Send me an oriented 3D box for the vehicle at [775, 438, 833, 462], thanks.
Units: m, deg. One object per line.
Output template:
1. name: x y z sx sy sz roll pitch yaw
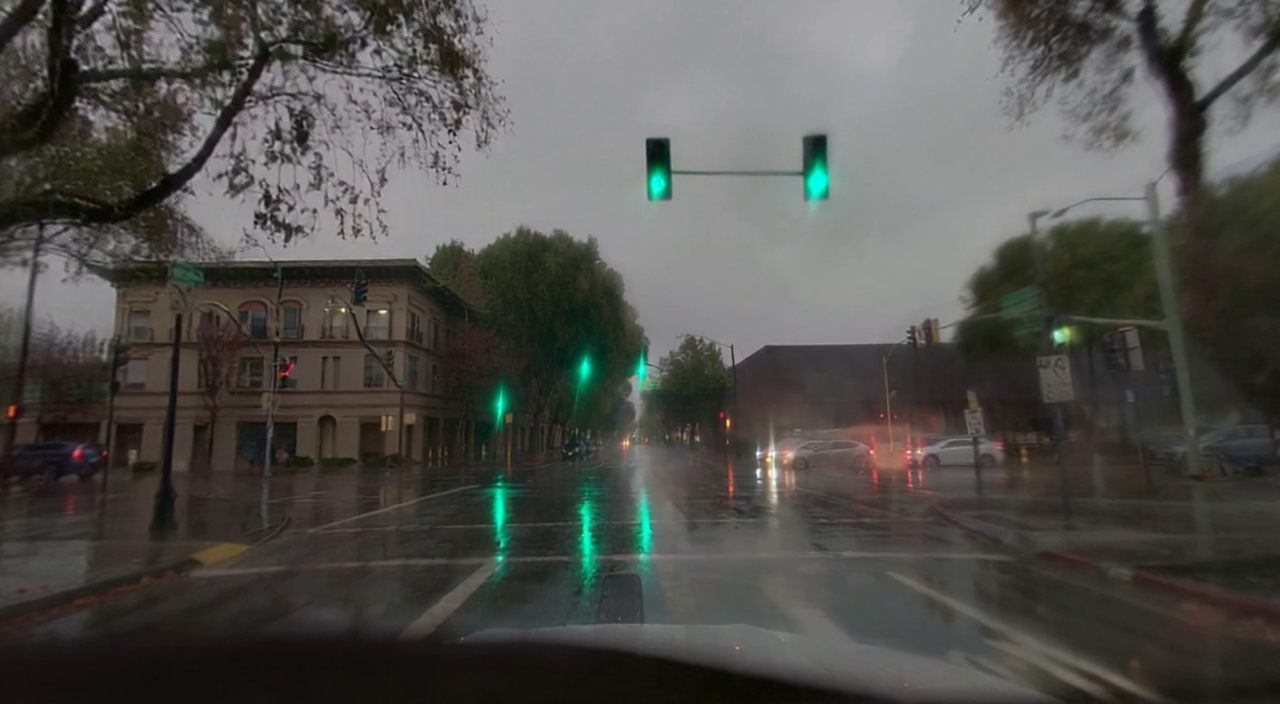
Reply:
1. vehicle: 11.103 6.603 42.273 1.955 1.508 4.295 -8 -12 42

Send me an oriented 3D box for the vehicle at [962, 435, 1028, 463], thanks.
1. vehicle: 20.948 5.708 37.138 1.851 1.388 3.475 0 -5 0

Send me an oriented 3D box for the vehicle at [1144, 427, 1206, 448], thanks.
1. vehicle: 41.031 6.611 48.149 1.682 1.422 3.422 2 -10 1

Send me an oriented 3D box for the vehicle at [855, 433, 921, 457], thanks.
1. vehicle: 16.914 6.332 42.693 4.522 1.546 1.941 6 -11 -35

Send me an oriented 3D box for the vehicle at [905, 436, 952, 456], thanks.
1. vehicle: 21.798 7.143 47.509 1.923 1.463 3.758 -1 -9 3
